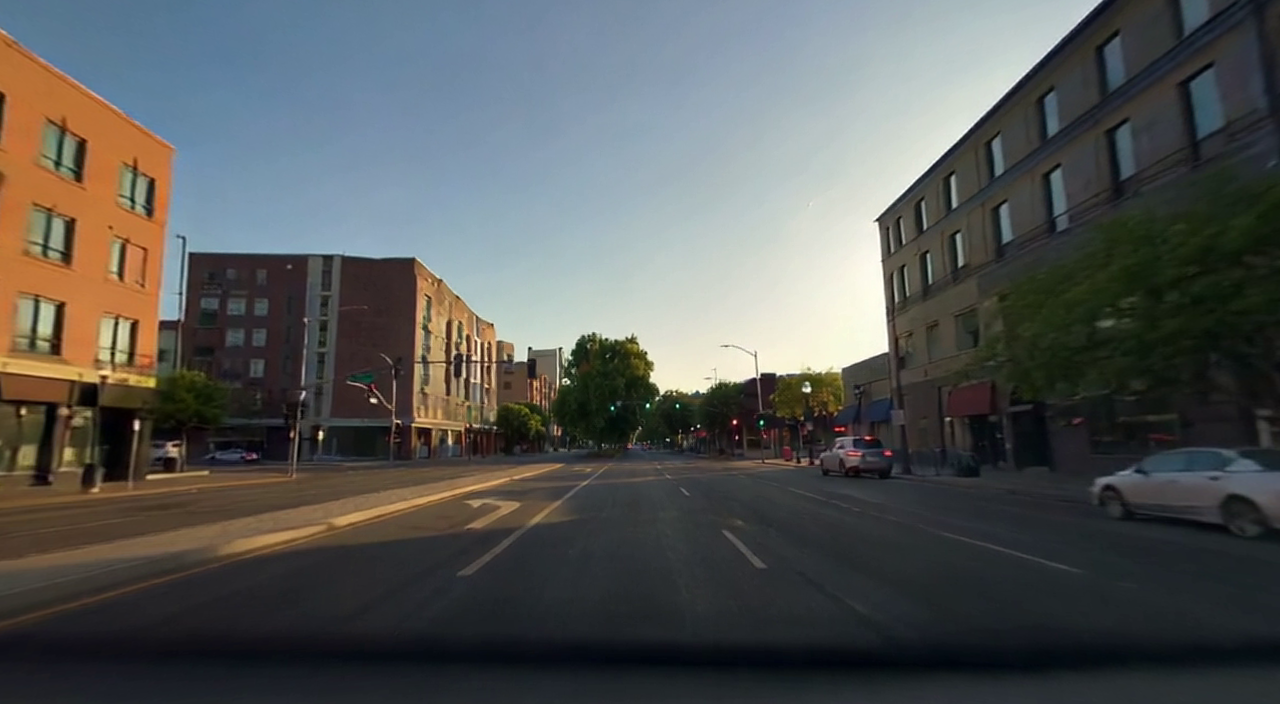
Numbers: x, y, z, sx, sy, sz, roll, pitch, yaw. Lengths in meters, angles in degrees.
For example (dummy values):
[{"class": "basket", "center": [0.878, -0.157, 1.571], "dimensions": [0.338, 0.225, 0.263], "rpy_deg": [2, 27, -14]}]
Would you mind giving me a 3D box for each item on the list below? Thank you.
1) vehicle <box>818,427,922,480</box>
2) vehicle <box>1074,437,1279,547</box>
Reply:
[{"class": "vehicle", "center": [9.972, 4.473, 28.074], "dimensions": [2.273, 2.103, 5.788], "rpy_deg": [0, -9, -2]}, {"class": "vehicle", "center": [9.613, 2.131, 10.135], "dimensions": [1.945, 1.478, 4.653], "rpy_deg": [0, -9, -1]}]
